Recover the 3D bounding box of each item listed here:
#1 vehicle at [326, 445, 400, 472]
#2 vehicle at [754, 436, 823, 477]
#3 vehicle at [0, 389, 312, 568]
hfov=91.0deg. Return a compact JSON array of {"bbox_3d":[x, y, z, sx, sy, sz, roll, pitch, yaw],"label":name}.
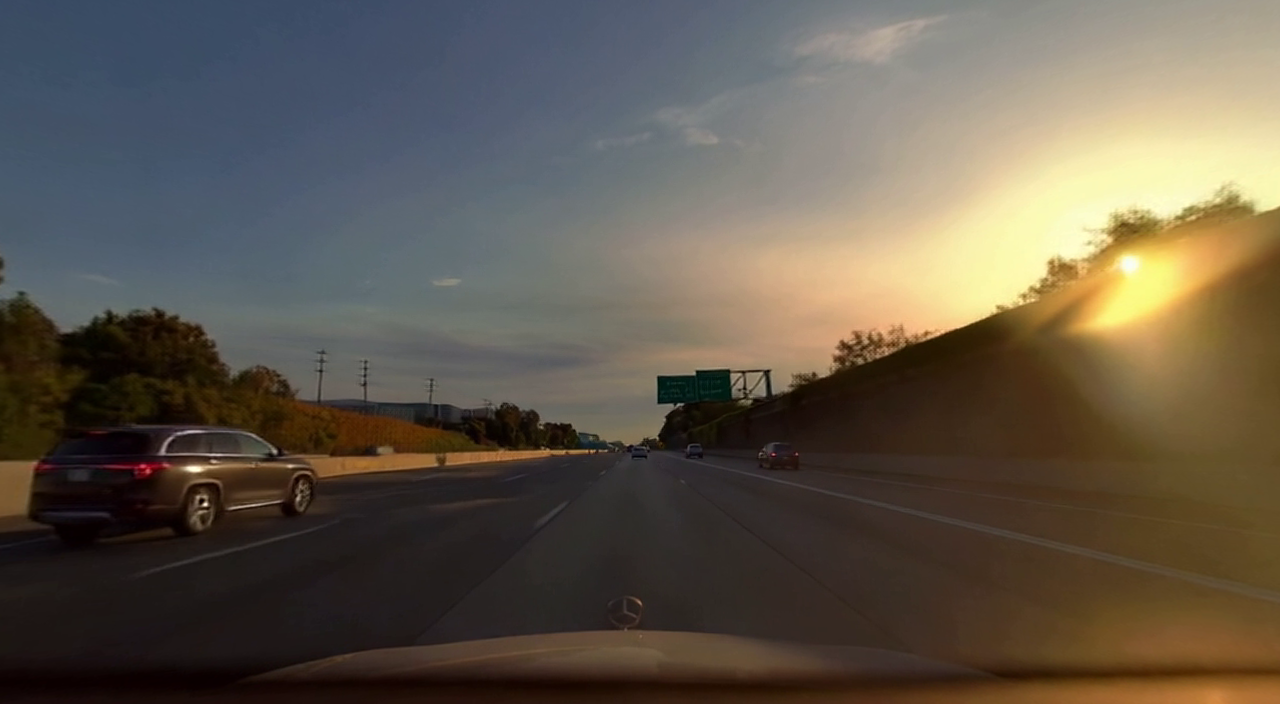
[{"bbox_3d":[-18.731,7.231,42.972,2.294,1.719,5.798,0,-9,1],"label":"vehicle"},{"bbox_3d":[7.000,4.995,30.253,2.167,1.781,4.340,0,-9,-1],"label":"vehicle"},{"bbox_3d":[-7.692,1.816,9.724,2.431,2.005,5.166,0,-9,0],"label":"vehicle"}]
